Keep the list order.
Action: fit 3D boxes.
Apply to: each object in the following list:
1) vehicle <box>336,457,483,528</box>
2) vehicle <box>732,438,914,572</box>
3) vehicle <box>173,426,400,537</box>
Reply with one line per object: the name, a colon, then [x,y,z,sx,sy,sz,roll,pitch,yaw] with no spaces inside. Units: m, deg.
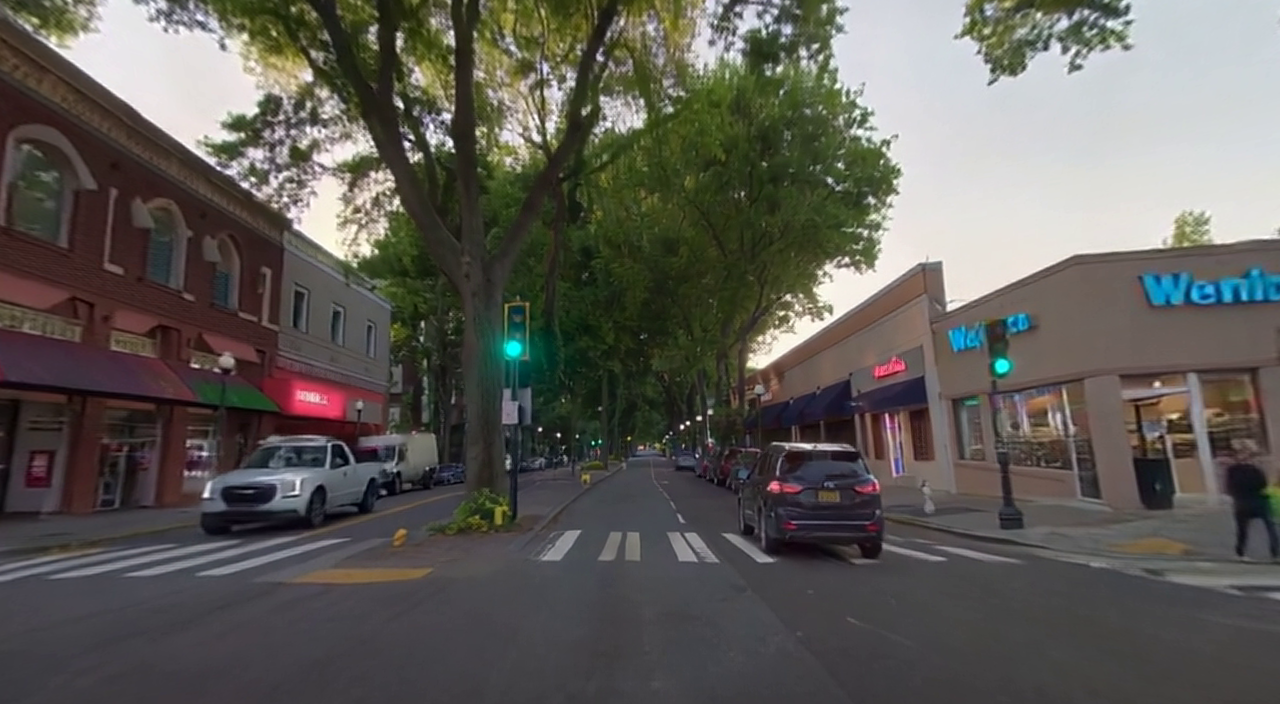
vehicle: [-5.637,3.474,16.203,1.983,1.438,4.559,0,-8,1]
vehicle: [2.531,2.151,9.477,1.822,1.654,2.794,0,-8,-1]
vehicle: [-8.672,3.197,16.473,2.489,2.323,5.843,0,-8,0]
